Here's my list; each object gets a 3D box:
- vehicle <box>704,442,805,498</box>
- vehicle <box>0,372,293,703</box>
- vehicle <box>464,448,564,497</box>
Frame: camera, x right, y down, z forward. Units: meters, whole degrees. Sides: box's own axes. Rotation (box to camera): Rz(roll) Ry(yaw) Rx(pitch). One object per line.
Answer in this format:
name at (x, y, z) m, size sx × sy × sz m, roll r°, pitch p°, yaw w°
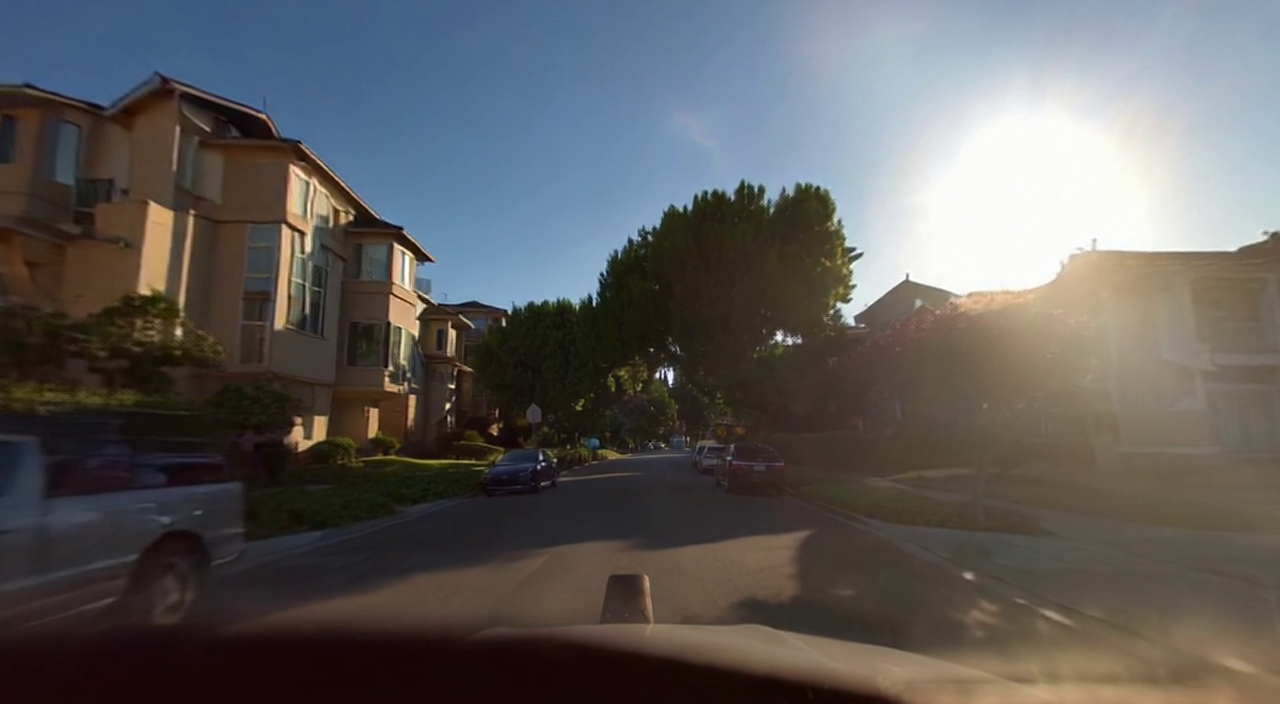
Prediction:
vehicle at (3.256, 3.487, 19.128) m, size 2.000 × 1.456 × 5.251 m, roll 0°, pitch -9°, yaw -1°
vehicle at (-4.194, 1.029, 3.495) m, size 2.108 × 1.686 × 4.129 m, roll -1°, pitch -8°, yaw 1°
vehicle at (-3.714, 3.629, 19.393) m, size 1.995 × 1.330 × 4.080 m, roll -1°, pitch -9°, yaw 4°
